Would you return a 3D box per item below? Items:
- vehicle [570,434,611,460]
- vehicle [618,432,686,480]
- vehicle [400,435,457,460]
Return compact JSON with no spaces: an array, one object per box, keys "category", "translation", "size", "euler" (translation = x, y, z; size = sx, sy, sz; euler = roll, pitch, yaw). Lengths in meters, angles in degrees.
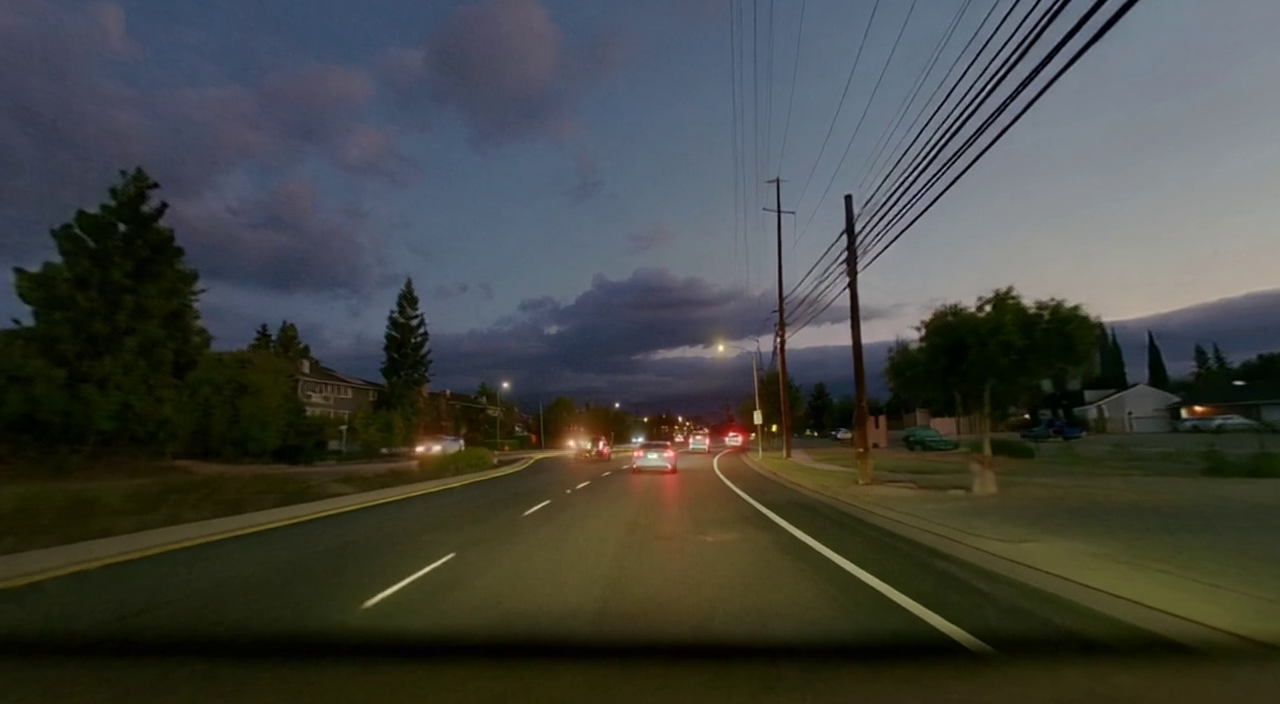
[{"category":"vehicle","translation":[-2.996,5.885,39.026],"size":[1.983,1.485,4.159],"euler":[-1,-8,3]},{"category":"vehicle","translation":[0.513,3.555,21.741],"size":[2.117,1.474,4.036],"euler":[-1,-8,4]},{"category":"vehicle","translation":[-15.720,7.163,47.104],"size":[2.081,1.739,4.704],"euler":[-1,-9,7]}]
